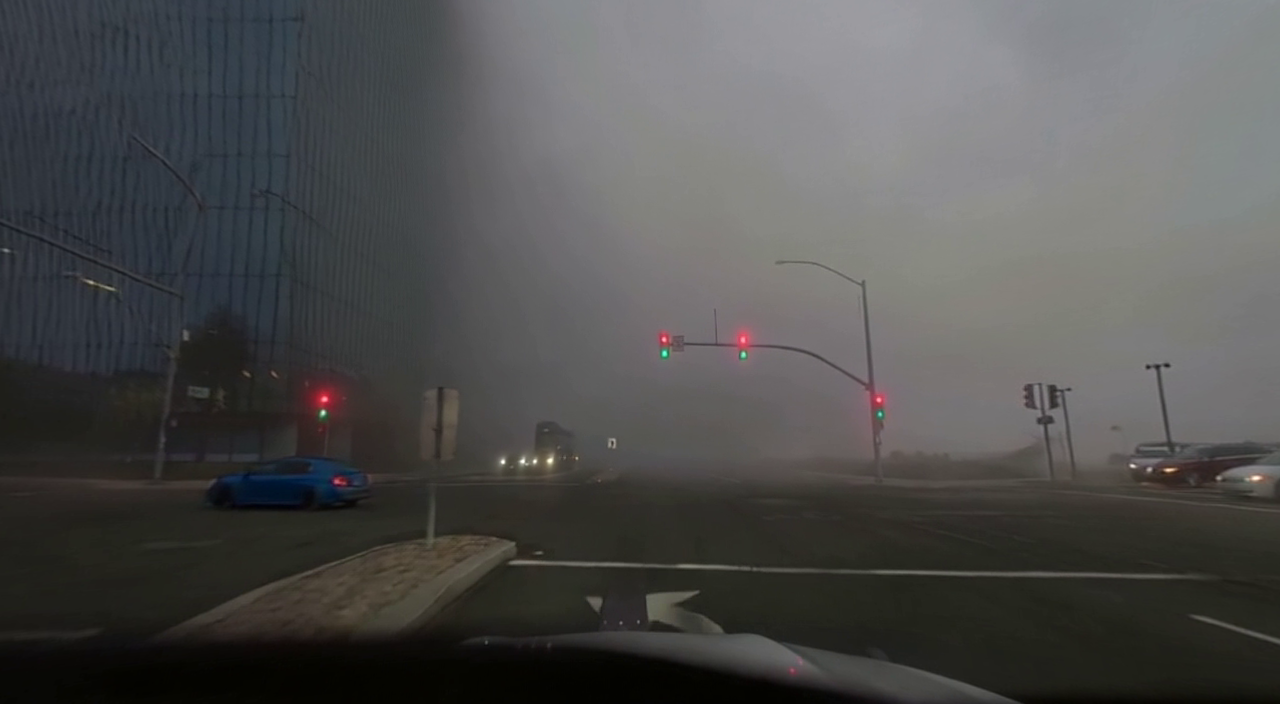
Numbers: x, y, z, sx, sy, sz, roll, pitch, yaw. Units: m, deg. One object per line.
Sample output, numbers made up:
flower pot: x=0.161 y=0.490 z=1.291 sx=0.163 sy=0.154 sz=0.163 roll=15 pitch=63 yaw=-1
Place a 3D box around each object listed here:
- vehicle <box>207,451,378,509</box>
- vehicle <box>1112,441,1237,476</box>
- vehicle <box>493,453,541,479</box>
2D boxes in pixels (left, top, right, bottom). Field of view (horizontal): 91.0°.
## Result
vehicle: x=-10.262 y=3.715 z=18.680 sx=4.197 sy=1.525 sz=2.014 roll=-3 pitch=-9 yaw=18
vehicle: x=24.647 y=4.929 z=29.310 sx=2.021 sy=1.484 sz=4.454 roll=0 pitch=-9 yaw=3
vehicle: x=-7.947 y=7.390 z=41.177 sx=2.113 sy=1.535 sz=4.504 roll=0 pitch=-9 yaw=2
